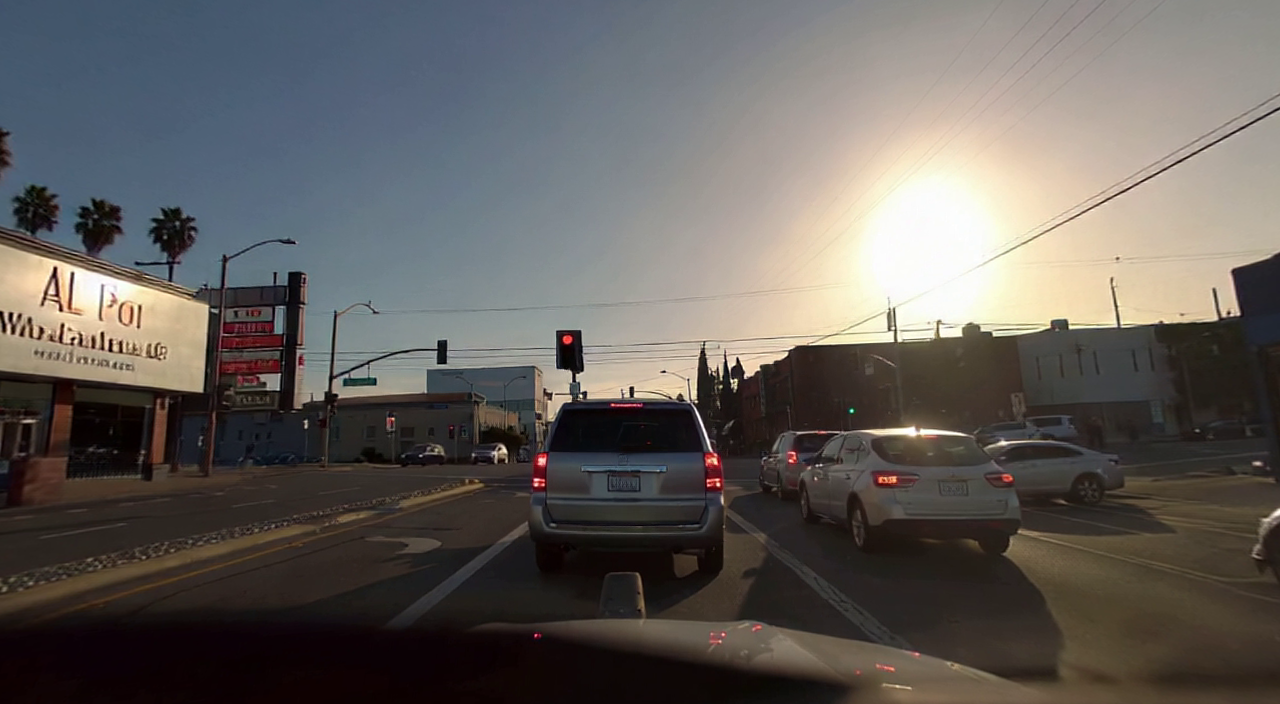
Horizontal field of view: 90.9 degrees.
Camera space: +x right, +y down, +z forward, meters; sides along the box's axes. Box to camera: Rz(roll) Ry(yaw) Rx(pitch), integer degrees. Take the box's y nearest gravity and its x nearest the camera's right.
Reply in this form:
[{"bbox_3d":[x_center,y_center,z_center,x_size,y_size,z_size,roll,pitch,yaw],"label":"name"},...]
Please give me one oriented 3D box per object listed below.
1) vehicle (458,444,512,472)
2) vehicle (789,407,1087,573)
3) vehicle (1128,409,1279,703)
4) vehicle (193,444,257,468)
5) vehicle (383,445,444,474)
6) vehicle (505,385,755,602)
[{"bbox_3d":[-11.030,7.581,45.448,2.224,1.840,5.290,-1,-8,4],"label":"vehicle"},{"bbox_3d":[3.618,1.759,8.796,2.036,1.719,4.318,0,-8,0],"label":"vehicle"},{"bbox_3d":[3.365,0.730,0.810,1.884,1.484,4.609,0,-8,2],"label":"vehicle"},{"bbox_3d":[-27.447,6.870,41.855,1.693,1.563,3.716,0,-8,0],"label":"vehicle"},{"bbox_3d":[-14.596,6.948,40.957,2.102,1.737,4.570,0,-8,2],"label":"vehicle"},{"bbox_3d":[-0.001,1.534,7.683,2.154,1.861,4.280,0,-8,3],"label":"vehicle"}]
